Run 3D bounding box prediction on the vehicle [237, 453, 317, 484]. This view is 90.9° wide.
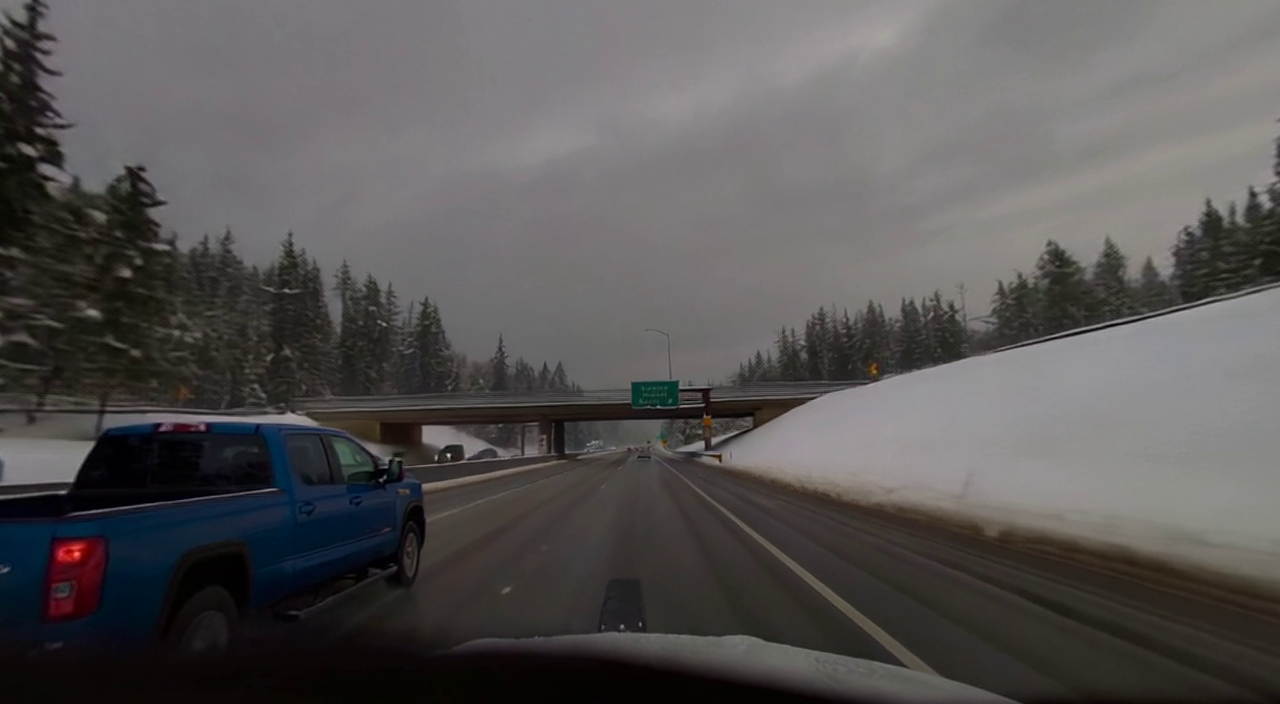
[{"bbox_3d":[-23.171,7.399,40.525,2.056,1.728,5.167,-3,-9,0],"label":"vehicle"}]
